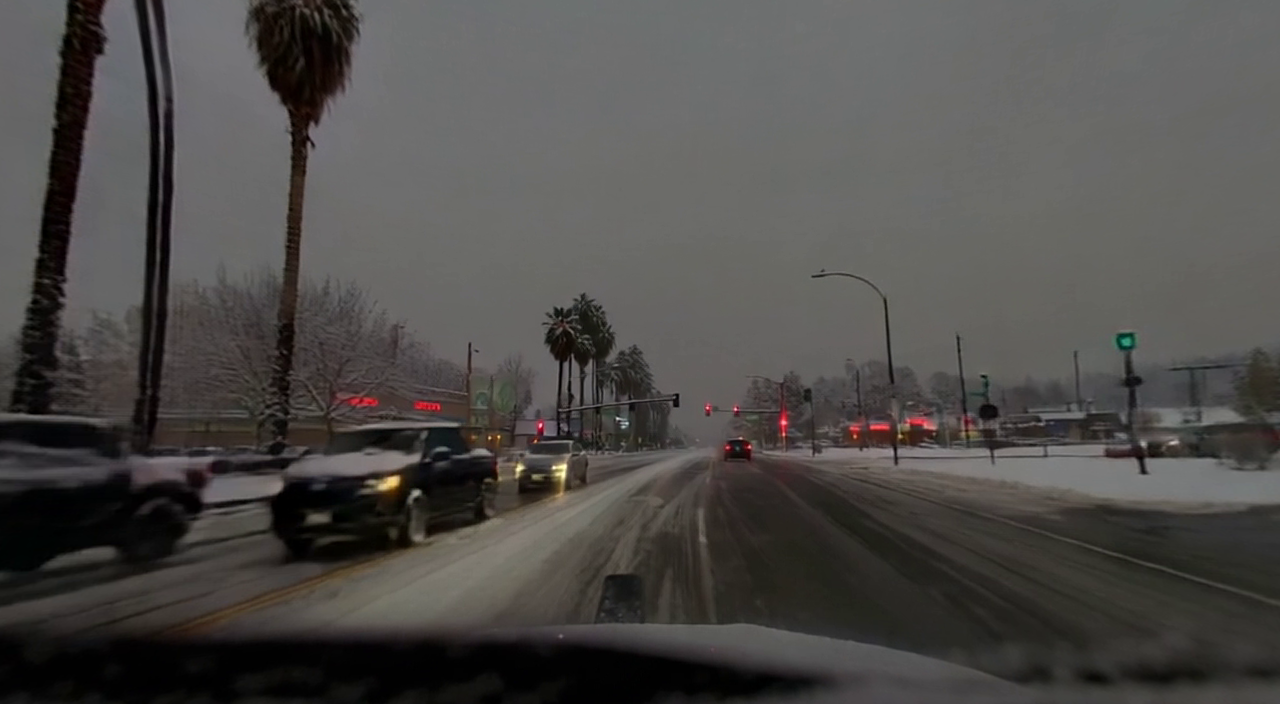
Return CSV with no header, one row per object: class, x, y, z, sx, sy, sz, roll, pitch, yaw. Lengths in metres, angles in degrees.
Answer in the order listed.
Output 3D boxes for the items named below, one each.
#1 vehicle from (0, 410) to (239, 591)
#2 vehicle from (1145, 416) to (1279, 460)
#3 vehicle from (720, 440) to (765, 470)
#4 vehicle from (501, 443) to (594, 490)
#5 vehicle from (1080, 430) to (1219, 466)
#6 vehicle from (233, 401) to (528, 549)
vehicle,-8.174,1.727,7.556,2.328,1.976,5.915,-1,-9,7
vehicle,27.703,4.129,30.017,2.308,1.868,4.999,4,-9,-23
vehicle,5.438,5.510,33.851,2.065,1.507,4.225,-1,-9,6
vehicle,-3.133,4.008,22.498,2.090,1.489,4.909,-1,-9,6
vehicle,24.215,4.574,30.146,2.028,1.556,4.625,4,-9,-26
vehicle,-4.103,2.109,11.518,2.551,1.995,5.615,-1,-9,6
